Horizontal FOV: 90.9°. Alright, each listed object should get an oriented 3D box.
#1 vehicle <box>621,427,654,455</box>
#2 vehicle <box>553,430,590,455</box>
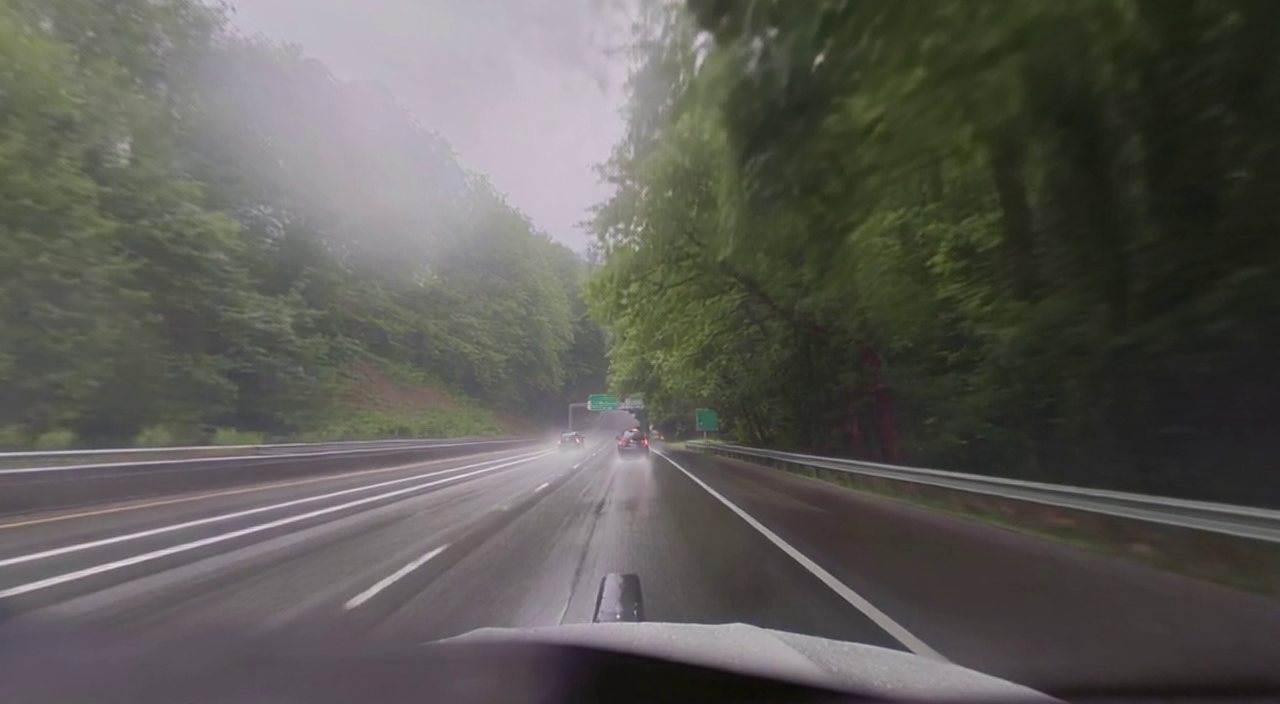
[{"bbox_3d":[-0.210,6.052,42.905,2.170,1.790,4.490,0,-8,-1],"label":"vehicle"},{"bbox_3d":[-4.542,6.082,42.475,2.055,1.610,4.116,0,-8,0],"label":"vehicle"}]
